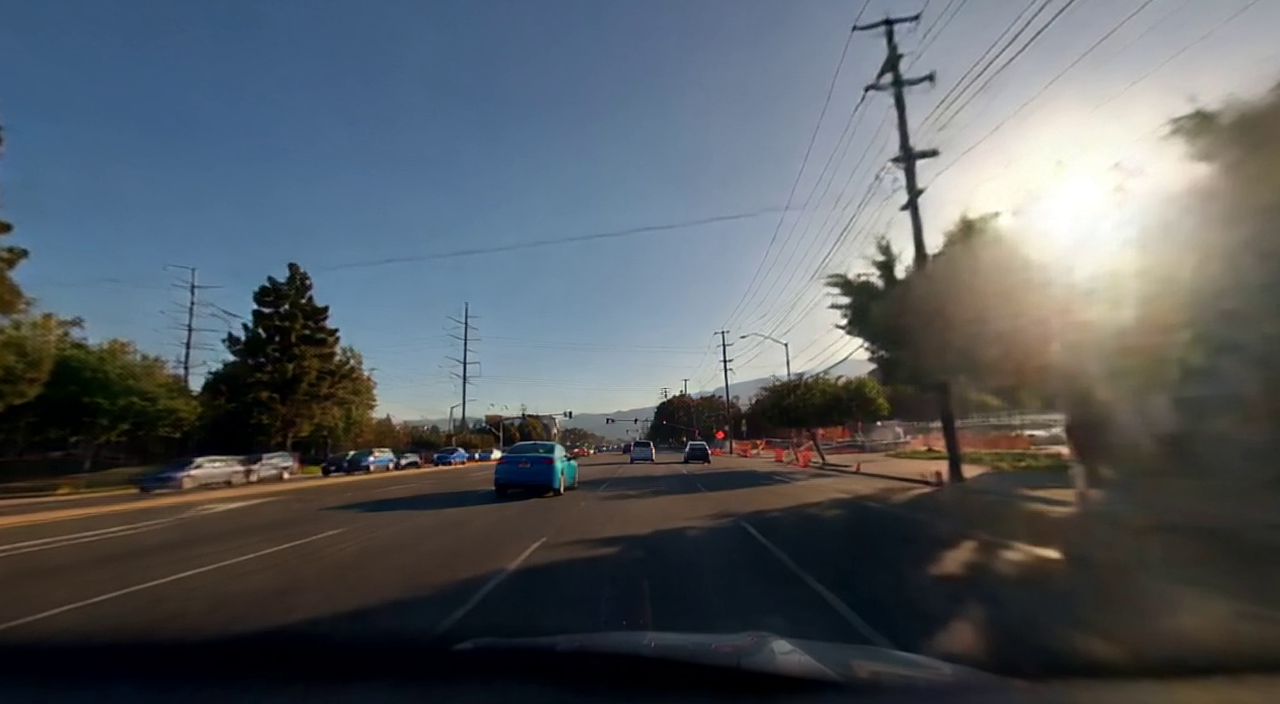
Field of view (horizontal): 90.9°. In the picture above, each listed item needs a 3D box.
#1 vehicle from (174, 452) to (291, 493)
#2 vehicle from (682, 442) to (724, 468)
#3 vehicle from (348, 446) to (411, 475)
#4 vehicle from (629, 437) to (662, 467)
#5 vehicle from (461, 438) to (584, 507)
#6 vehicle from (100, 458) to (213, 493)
[{"bbox_3d":[-16.850,4.972,26.396,1.913,1.488,4.507,0,-9,0],"label":"vehicle"},{"bbox_3d":[3.831,6.359,39.058,2.142,1.475,4.565,0,-9,0],"label":"vehicle"},{"bbox_3d":[-16.600,6.924,40.517,2.025,1.712,4.578,0,-9,1],"label":"vehicle"},{"bbox_3d":[0.351,6.592,41.798,2.060,1.845,4.151,0,-9,1],"label":"vehicle"},{"bbox_3d":[-2.765,2.987,16.184,2.087,1.480,4.825,0,-9,2],"label":"vehicle"},{"bbox_3d":[-23.775,6.077,31.292,1.868,1.473,4.776,0,-9,-1],"label":"vehicle"}]
